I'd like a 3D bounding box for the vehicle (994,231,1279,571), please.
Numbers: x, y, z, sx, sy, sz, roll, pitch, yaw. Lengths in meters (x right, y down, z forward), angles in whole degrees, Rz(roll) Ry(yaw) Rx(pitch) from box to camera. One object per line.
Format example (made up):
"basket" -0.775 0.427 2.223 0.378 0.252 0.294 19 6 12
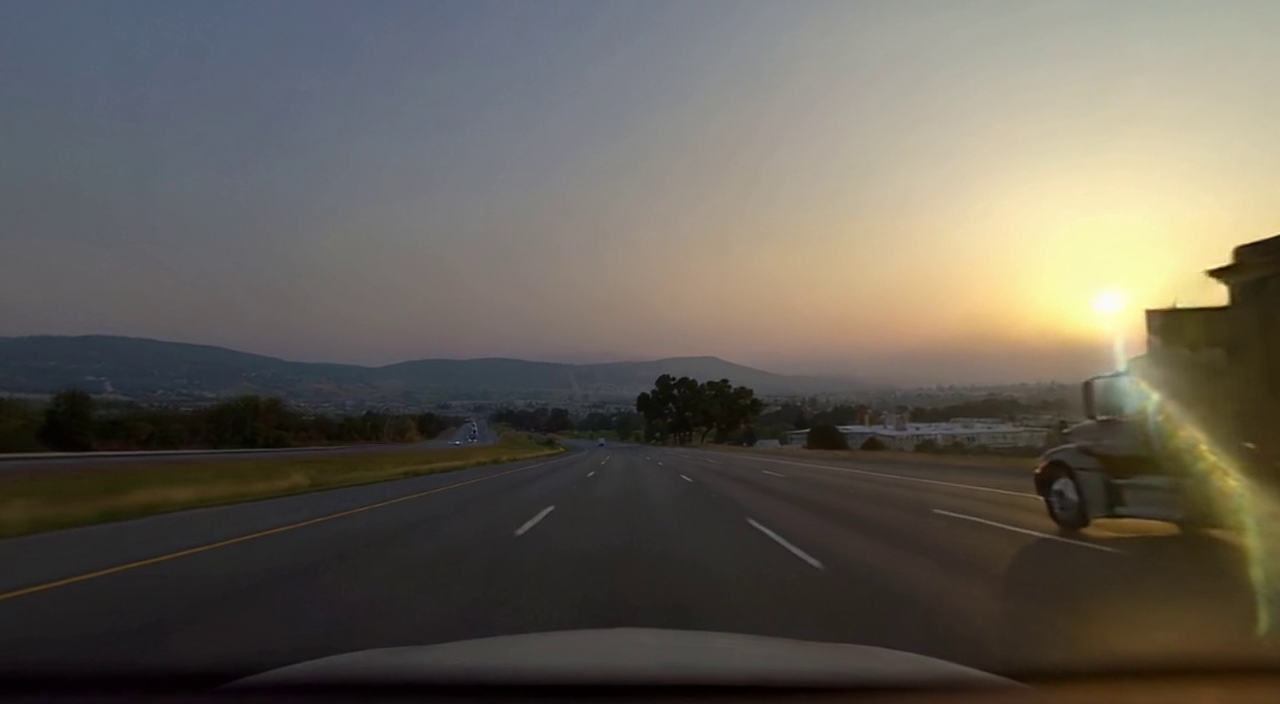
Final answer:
"vehicle" 7.089 0.721 7.659 2.593 3.050 4.899 0 -8 -1
